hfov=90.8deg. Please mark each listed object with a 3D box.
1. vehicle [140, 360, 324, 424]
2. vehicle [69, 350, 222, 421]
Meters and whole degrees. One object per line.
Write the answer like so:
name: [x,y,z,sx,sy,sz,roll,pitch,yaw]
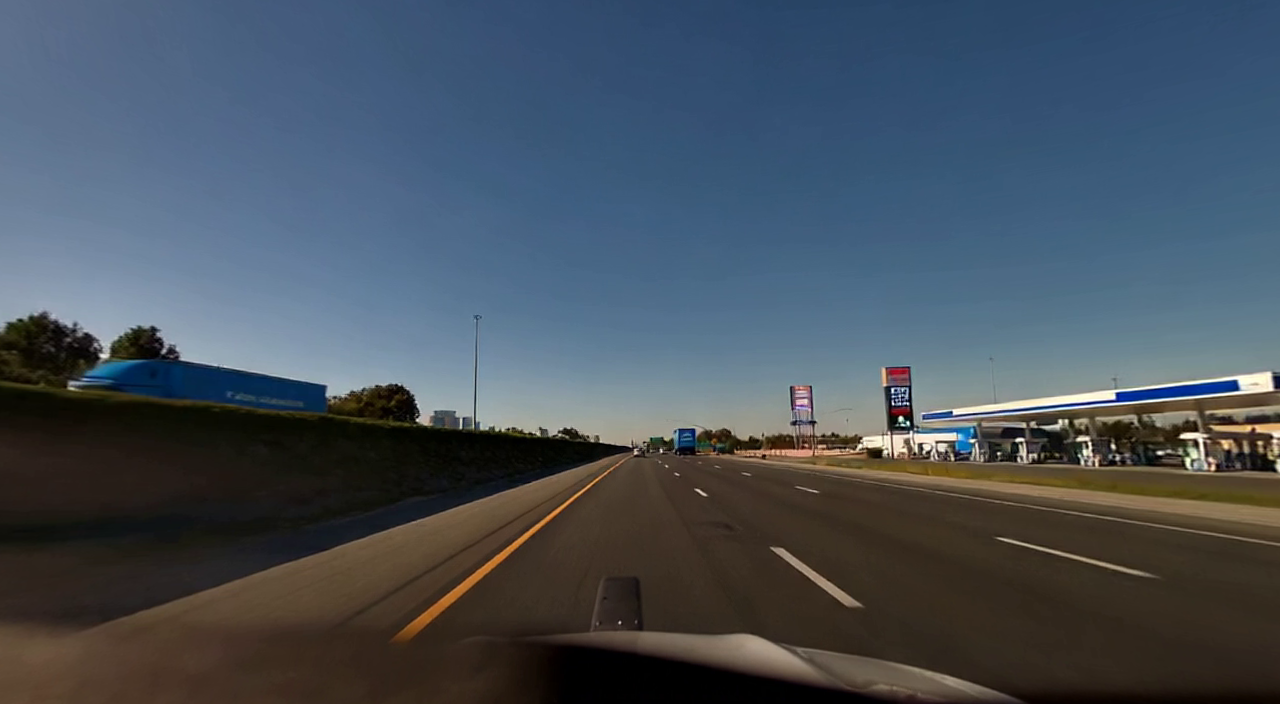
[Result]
vehicle: [-28.448,3.322,45.887,2.890,3.470,16.042,-1,-8,0]
vehicle: [-28.368,2.151,36.793,2.962,3.493,7.203,-1,-8,0]
